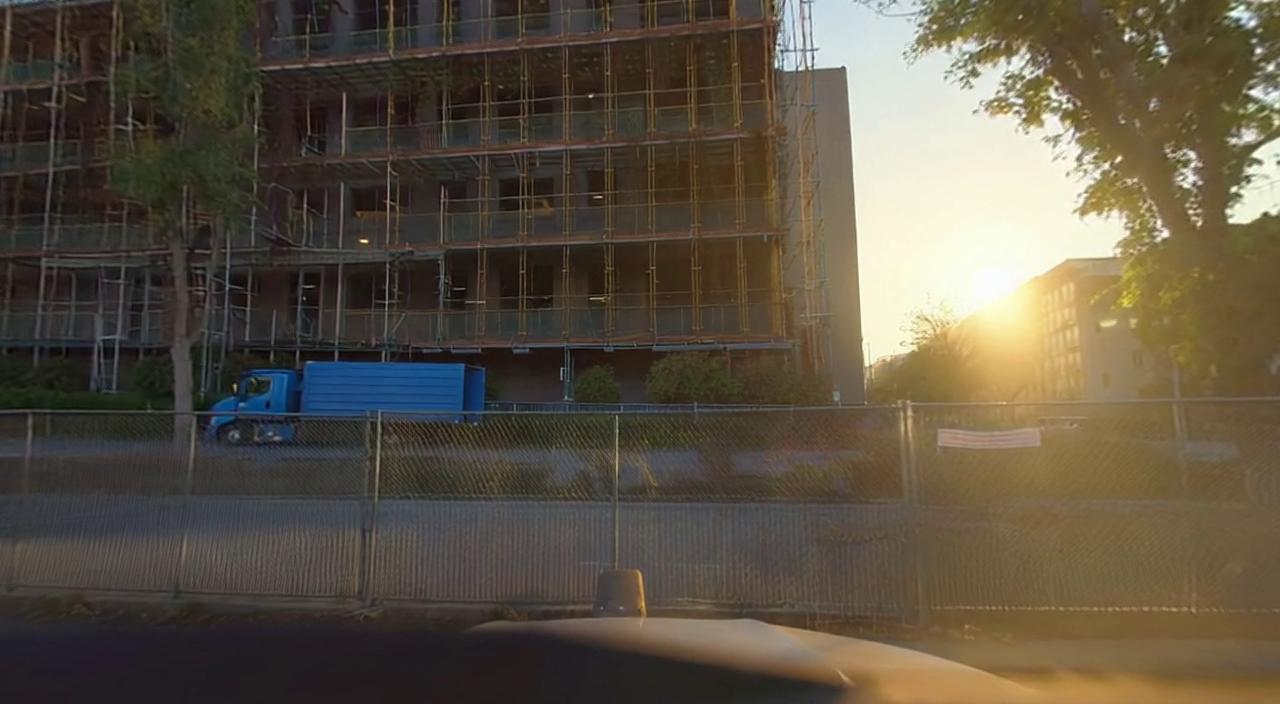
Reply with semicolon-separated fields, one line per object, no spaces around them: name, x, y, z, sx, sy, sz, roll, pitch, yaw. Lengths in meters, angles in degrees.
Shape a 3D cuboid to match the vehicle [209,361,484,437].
vehicle;-16.527;2.811;36.559;14.067;4.099;2.832;1;-9;-6
